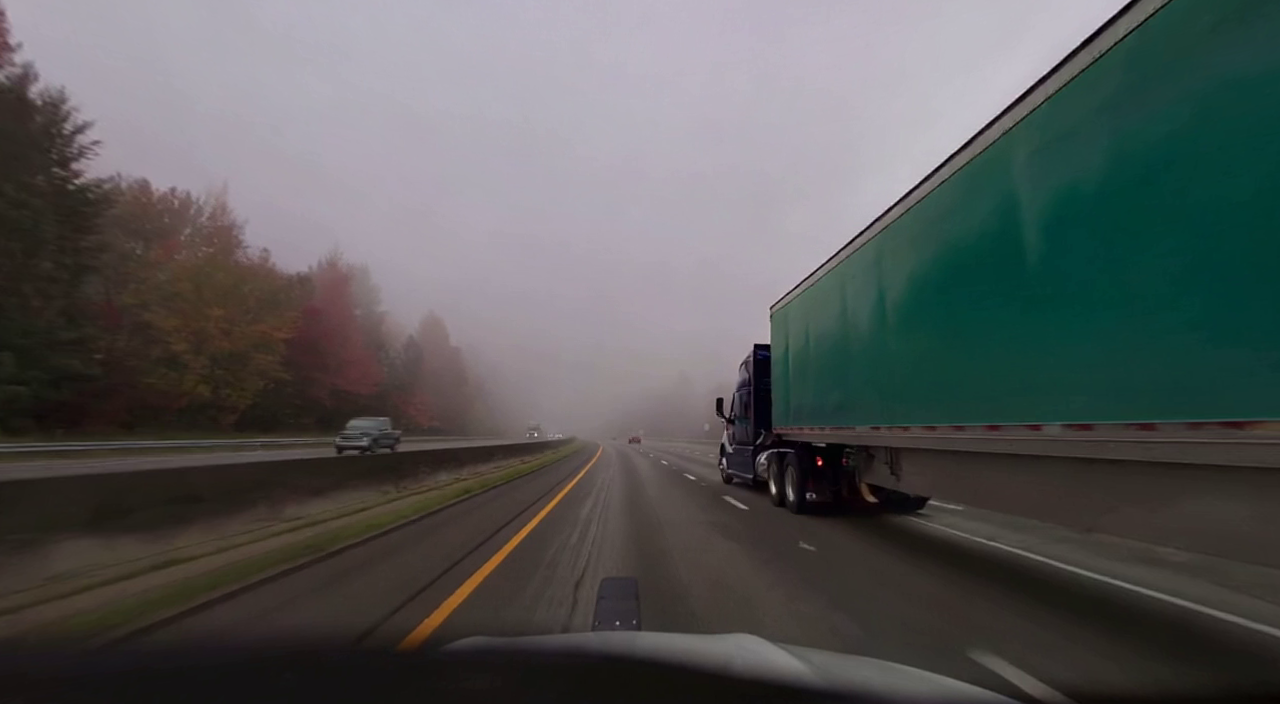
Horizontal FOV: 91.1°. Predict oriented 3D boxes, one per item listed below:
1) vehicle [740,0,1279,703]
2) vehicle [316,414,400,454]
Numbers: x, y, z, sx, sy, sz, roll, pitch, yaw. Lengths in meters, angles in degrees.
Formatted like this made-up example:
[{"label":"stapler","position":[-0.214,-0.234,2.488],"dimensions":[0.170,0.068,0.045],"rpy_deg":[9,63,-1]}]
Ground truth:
[{"label":"vehicle","position":[3.802,0.167,7.264],"dimensions":[2.926,4.008,14.104],"rpy_deg":[0,-8,0]},{"label":"vehicle","position":[-13.452,3.956,30.307],"dimensions":[1.950,1.769,4.636],"rpy_deg":[0,-8,-1]}]
